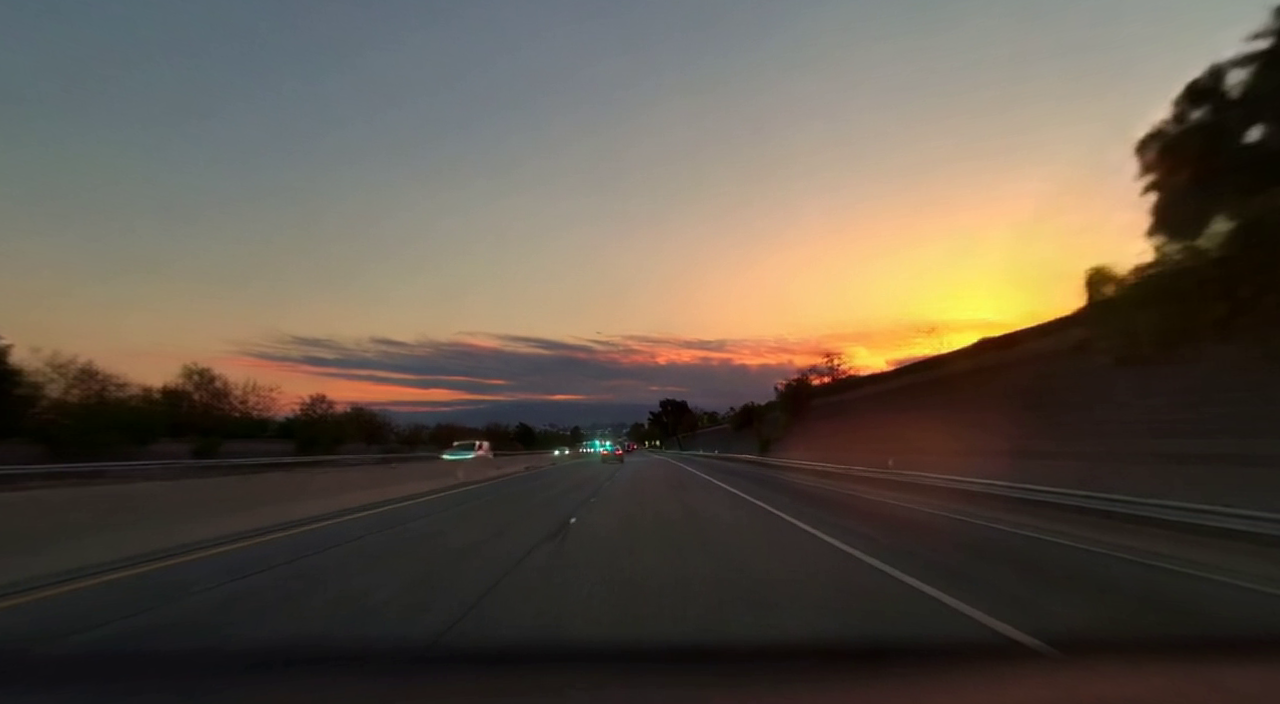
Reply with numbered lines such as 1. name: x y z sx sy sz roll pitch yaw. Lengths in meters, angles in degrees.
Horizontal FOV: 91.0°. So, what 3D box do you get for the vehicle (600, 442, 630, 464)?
1. vehicle: -1.782 7.359 45.933 2.050 1.530 4.144 0 -8 0
